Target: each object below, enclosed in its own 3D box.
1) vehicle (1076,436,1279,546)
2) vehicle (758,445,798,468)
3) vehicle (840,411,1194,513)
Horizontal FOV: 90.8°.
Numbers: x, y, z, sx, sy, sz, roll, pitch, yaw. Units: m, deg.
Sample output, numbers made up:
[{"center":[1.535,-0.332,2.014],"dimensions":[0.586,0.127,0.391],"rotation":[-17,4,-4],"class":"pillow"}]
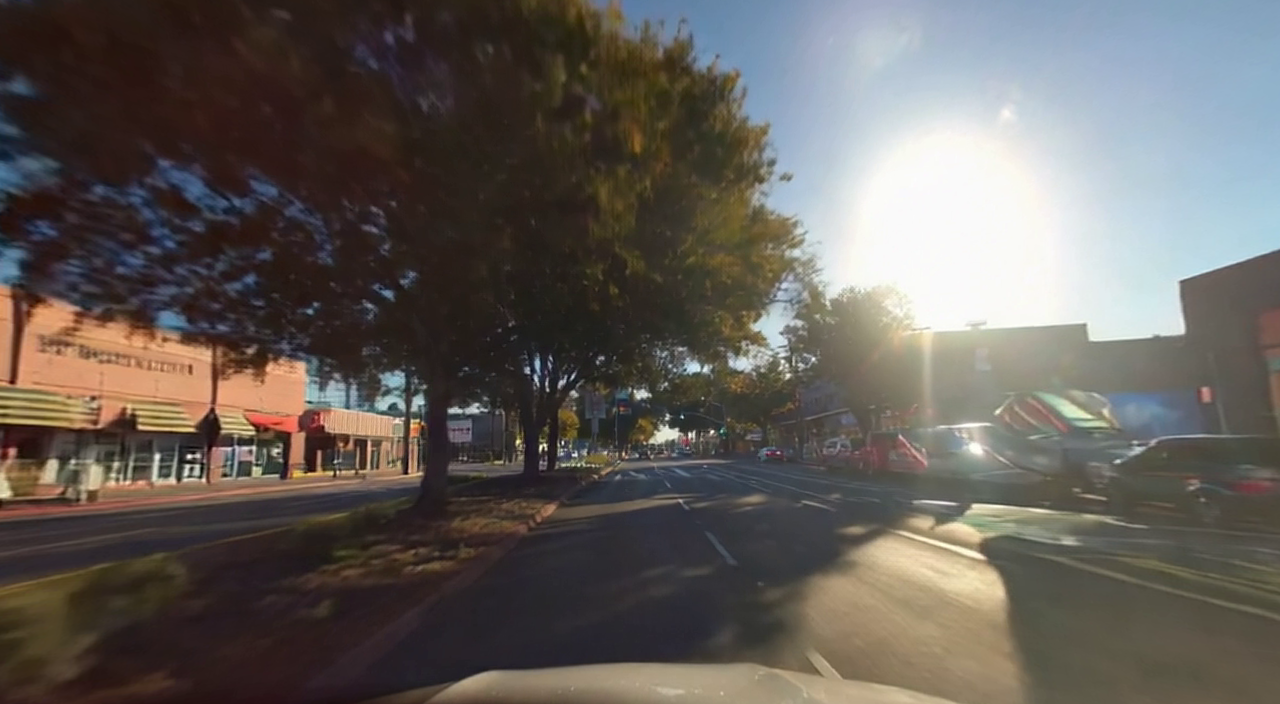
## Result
[{"center":[9.768,2.147,10.237],"dimensions":[1.876,1.511,4.726],"rotation":[0,-9,-2],"class":"vehicle"},{"center":[9.550,7.262,44.029],"dimensions":[1.844,1.449,4.149],"rotation":[0,-9,0],"class":"vehicle"},{"center":[10.038,2.892,17.006],"dimensions":[6.229,2.004,6.552],"rotation":[7,-13,-43],"class":"vehicle"}]
